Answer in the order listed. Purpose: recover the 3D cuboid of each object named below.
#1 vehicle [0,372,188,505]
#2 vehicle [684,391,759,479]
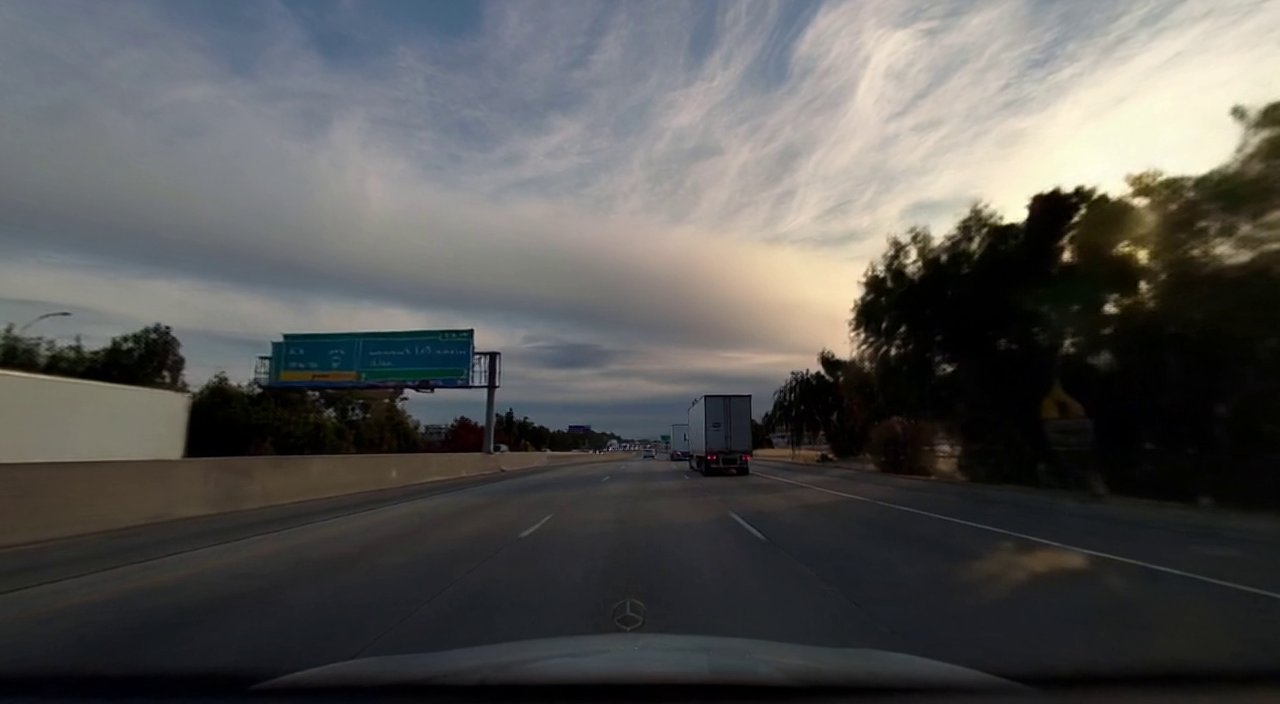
[{"bbox_3d":[-18.901,2.596,18.707,3.346,3.543,9.948,0,-9,1],"label":"vehicle"},{"bbox_3d":[4.476,5.044,37.797,2.826,4.269,14.176,0,-8,1],"label":"vehicle"}]
